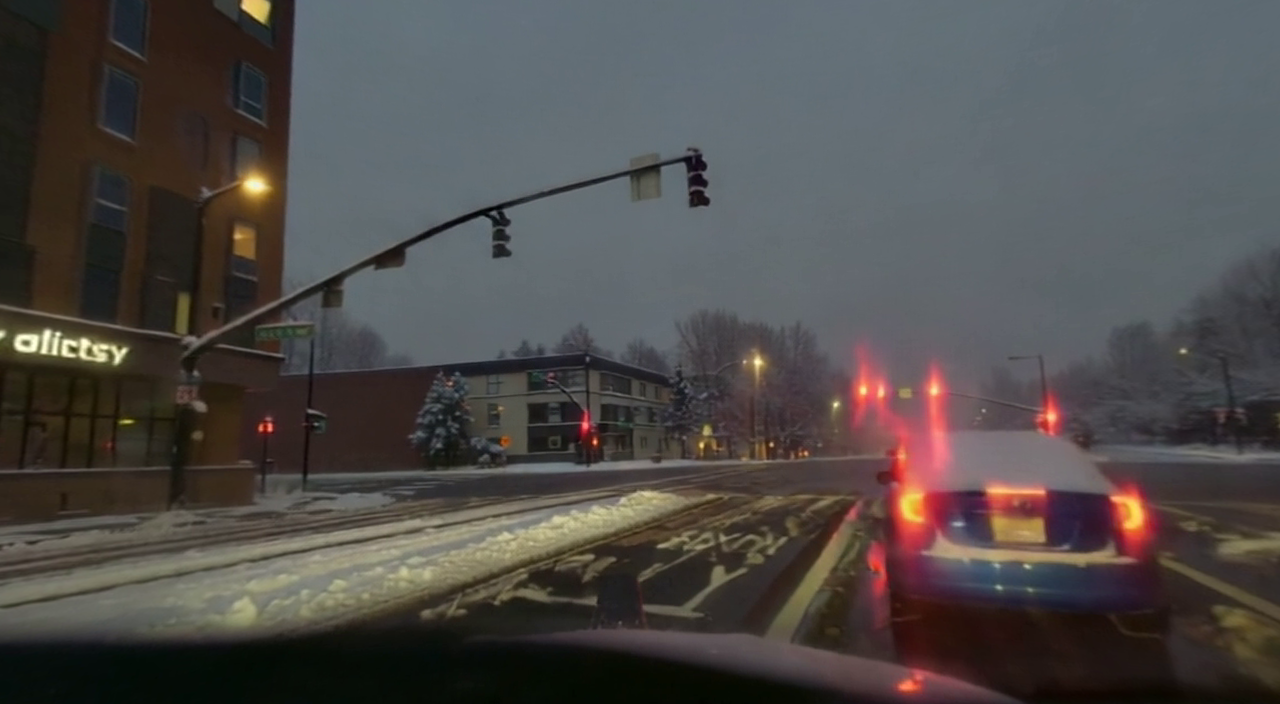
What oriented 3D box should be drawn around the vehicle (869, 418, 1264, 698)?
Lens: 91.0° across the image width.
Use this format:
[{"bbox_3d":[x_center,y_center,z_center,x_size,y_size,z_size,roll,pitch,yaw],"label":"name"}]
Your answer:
[{"bbox_3d":[3.183,1.445,5.801,1.872,1.459,4.483,-3,-9,20],"label":"vehicle"}]
